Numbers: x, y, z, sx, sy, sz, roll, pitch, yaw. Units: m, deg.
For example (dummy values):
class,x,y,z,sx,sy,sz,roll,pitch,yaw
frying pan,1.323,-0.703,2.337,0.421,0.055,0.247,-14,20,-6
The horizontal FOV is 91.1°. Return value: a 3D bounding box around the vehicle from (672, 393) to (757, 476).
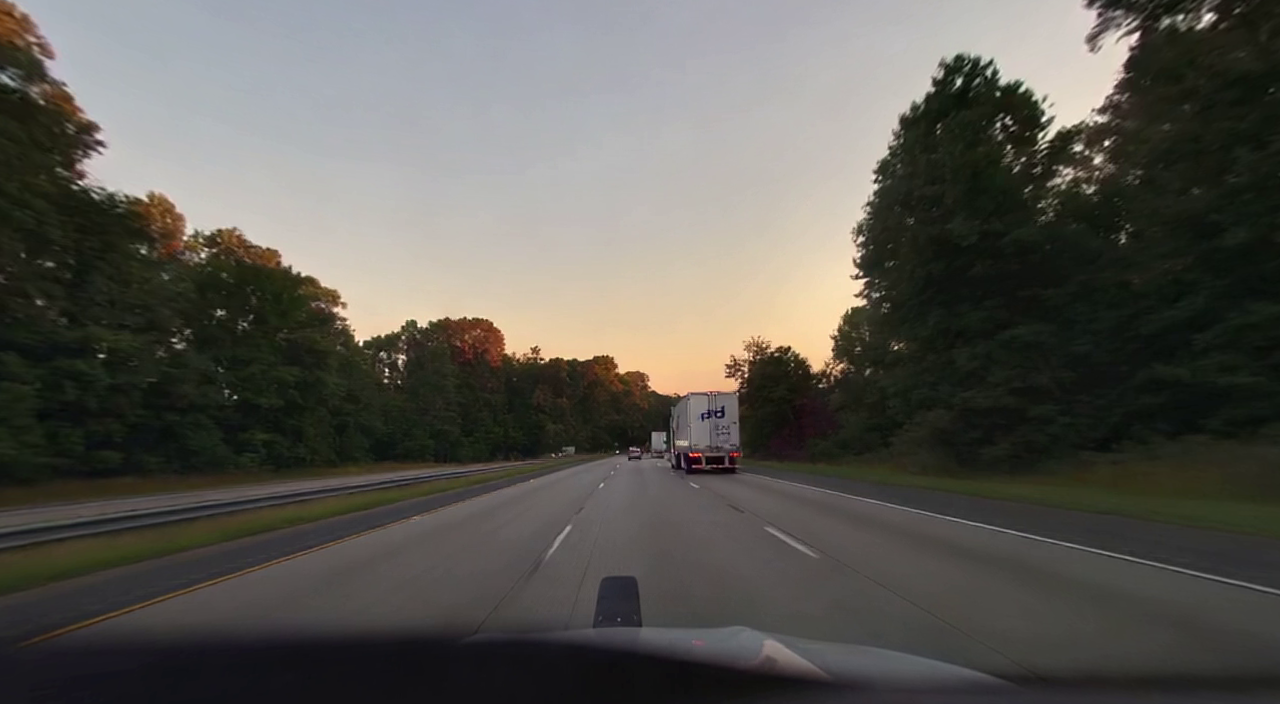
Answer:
class,x,y,z,sx,sy,sz,roll,pitch,yaw
vehicle,3.947,5.076,37.467,2.973,4.007,14.076,0,-9,-1
